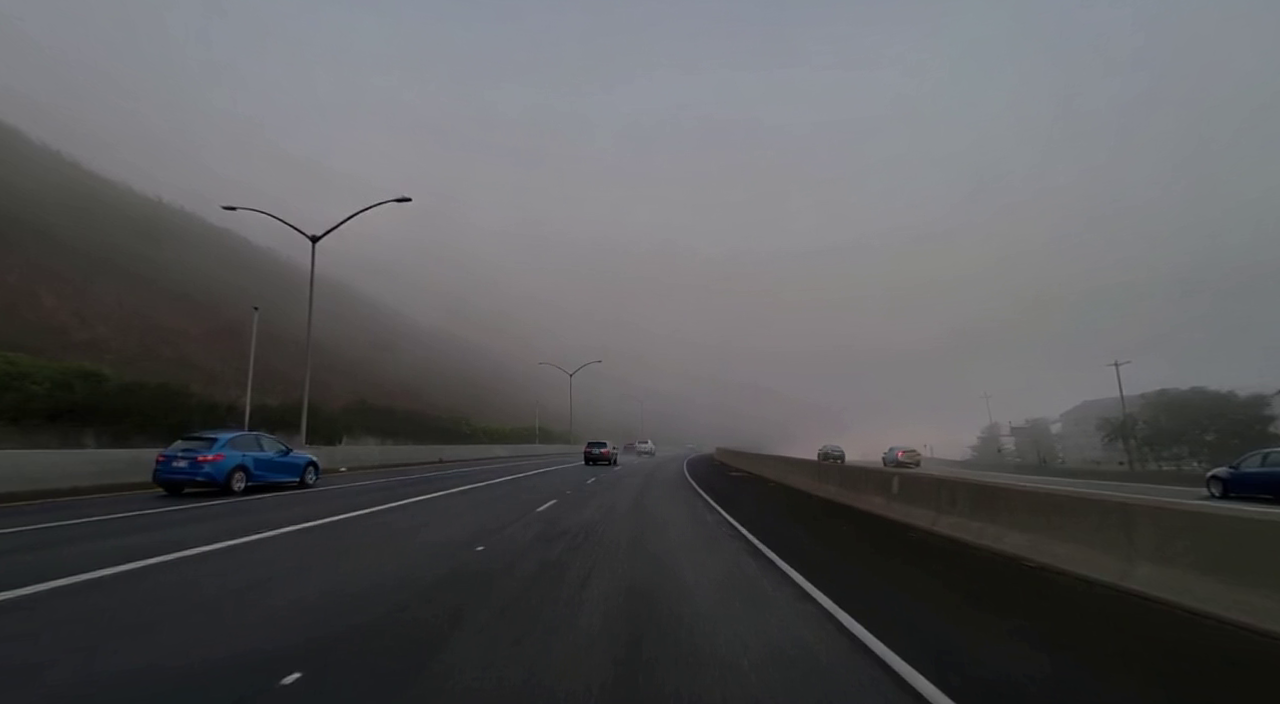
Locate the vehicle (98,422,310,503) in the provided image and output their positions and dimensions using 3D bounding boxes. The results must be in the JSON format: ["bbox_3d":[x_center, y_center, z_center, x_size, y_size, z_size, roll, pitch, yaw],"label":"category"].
[{"bbox_3d":[-10.819,2.770,16.216,2.039,1.746,4.528,-1,-8,3],"label":"vehicle"}]

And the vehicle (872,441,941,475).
[{"bbox_3d":[13.118,5.213,31.340,1.786,1.559,4.496,-1,-8,5],"label":"vehicle"}]

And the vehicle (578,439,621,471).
[{"bbox_3d":[-2.391,6.202,38.085,2.028,1.782,4.150,-1,-8,5],"label":"vehicle"}]
